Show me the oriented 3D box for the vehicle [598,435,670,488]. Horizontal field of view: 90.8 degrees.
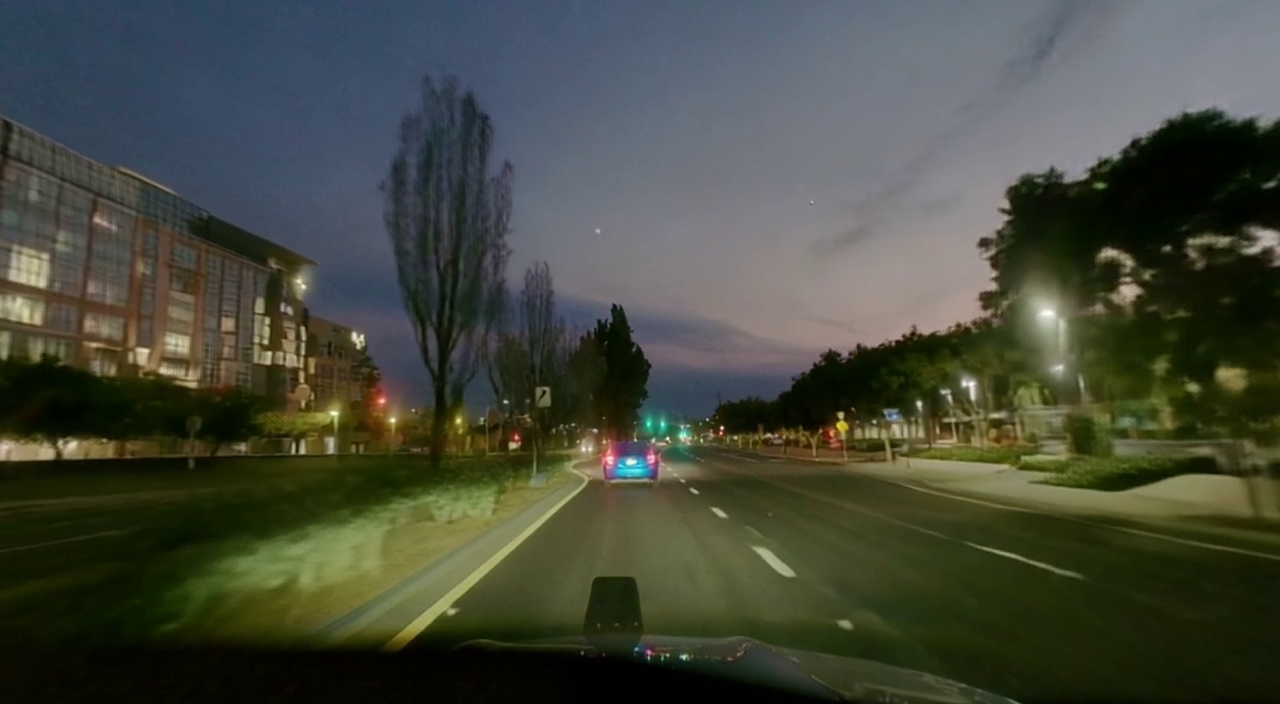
[{"bbox_3d":[-0.294,3.444,20.297,2.042,1.479,4.601,0,-8,-3],"label":"vehicle"}]
